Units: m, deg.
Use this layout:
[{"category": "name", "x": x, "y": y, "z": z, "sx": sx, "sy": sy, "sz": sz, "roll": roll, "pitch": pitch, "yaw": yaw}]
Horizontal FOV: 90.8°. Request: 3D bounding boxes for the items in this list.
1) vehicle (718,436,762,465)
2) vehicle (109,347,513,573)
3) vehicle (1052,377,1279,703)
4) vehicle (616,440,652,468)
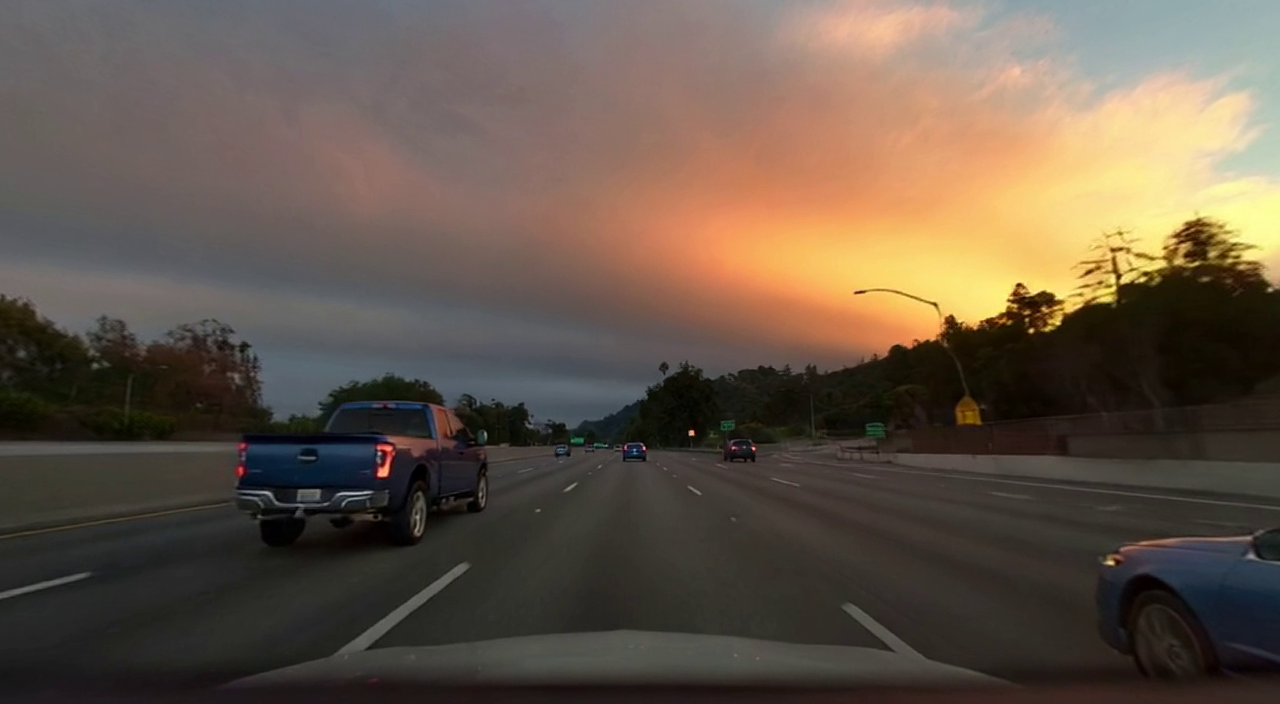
[{"category": "vehicle", "x": 6.776, "y": 6.763, "z": 43.476, "sx": 2.103, "sy": 1.898, "sz": 5.310, "roll": 0, "pitch": -9, "yaw": -1}, {"category": "vehicle", "x": -3.765, "y": 1.477, "z": 9.160, "sx": 2.592, "sy": 2.179, "sz": 6.034, "roll": 0, "pitch": -9, "yaw": 0}, {"category": "vehicle", "x": 3.055, "y": 0.631, "z": 0.631, "sx": 2.072, "sy": 1.501, "sz": 4.694, "roll": 0, "pitch": -9, "yaw": -1}, {"category": "vehicle", "x": -0.392, "y": 6.354, "z": 39.604, "sx": 2.157, "sy": 1.642, "sz": 4.189, "roll": 0, "pitch": -9, "yaw": -1}]
